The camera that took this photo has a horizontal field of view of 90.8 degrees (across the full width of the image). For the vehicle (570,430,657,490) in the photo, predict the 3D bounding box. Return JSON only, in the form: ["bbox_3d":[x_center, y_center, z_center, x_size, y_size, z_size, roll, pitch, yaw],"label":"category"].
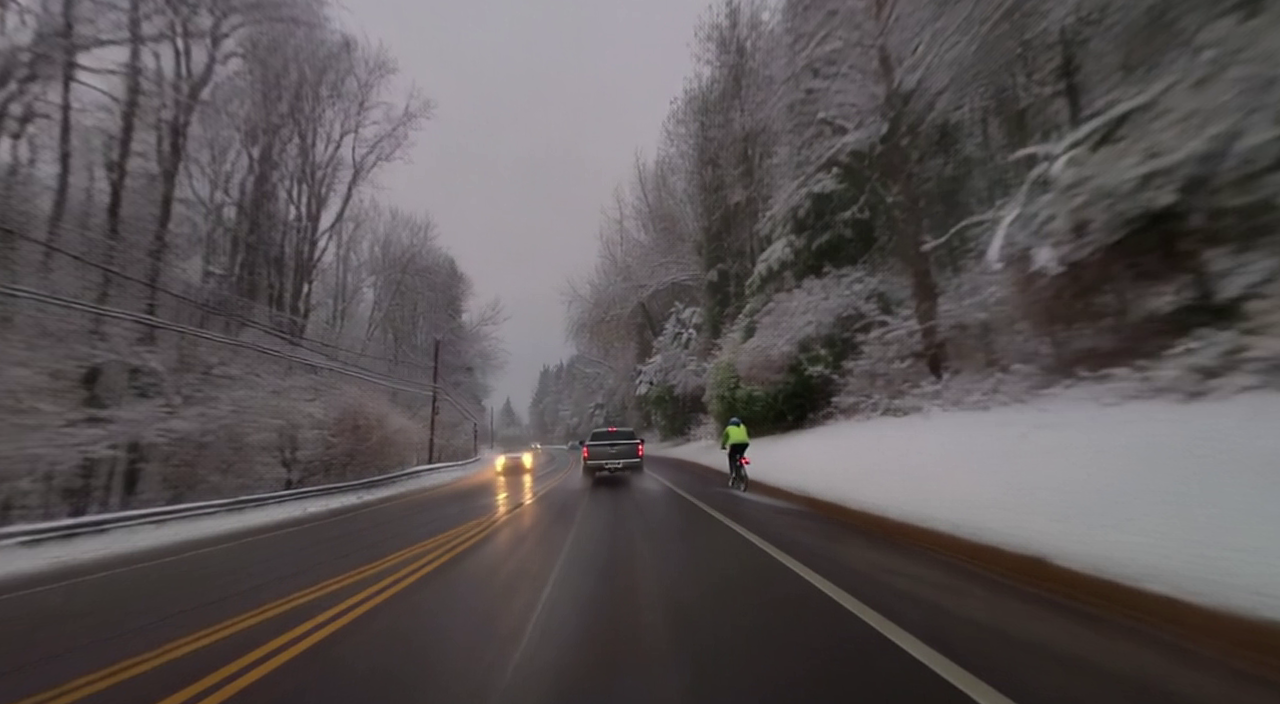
[{"bbox_3d":[-0.911,3.700,22.041,2.631,1.798,5.331,0,-8,-2],"label":"vehicle"}]

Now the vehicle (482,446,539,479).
[{"bbox_3d":[-6.514,5.590,32.281,2.118,1.513,4.602,0,-8,-3],"label":"vehicle"}]
